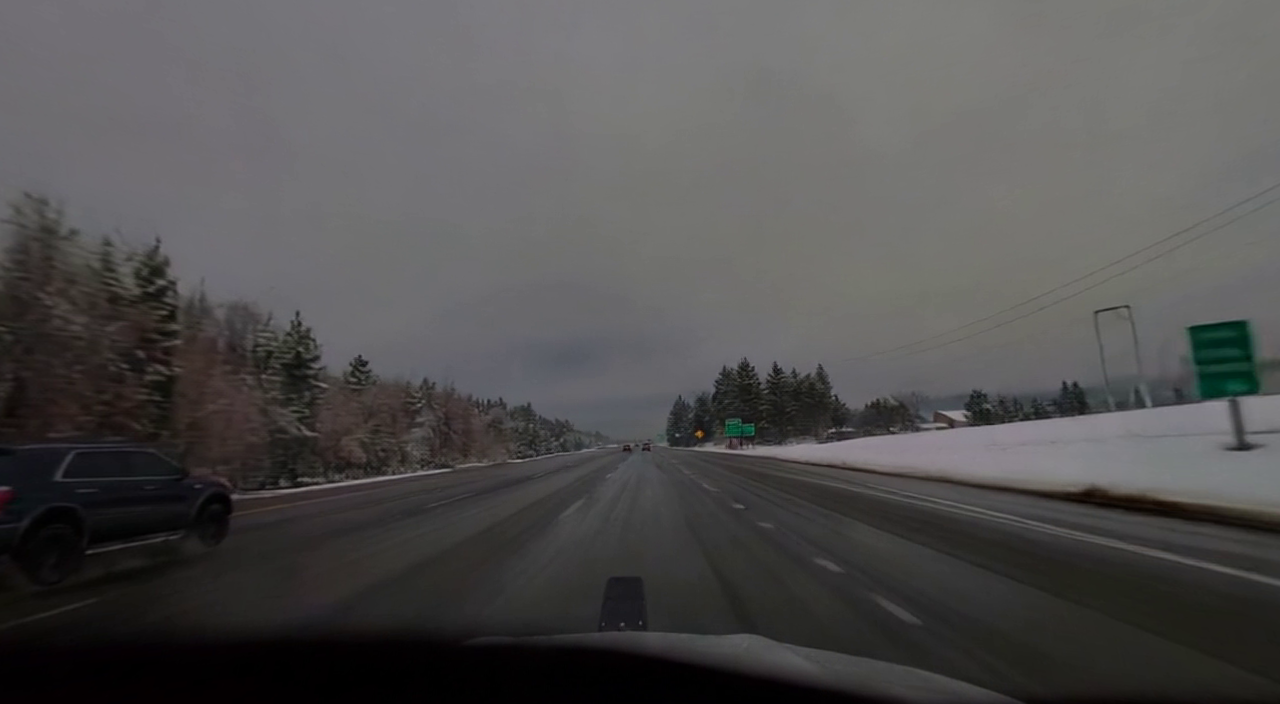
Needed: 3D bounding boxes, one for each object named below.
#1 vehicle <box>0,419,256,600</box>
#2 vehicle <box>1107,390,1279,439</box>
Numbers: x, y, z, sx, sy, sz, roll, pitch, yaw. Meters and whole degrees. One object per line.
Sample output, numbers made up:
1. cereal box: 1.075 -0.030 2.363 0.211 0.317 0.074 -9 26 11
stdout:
1. vehicle: -6.854 1.638 7.113 2.016 1.640 4.713 0 -8 1
2. vehicle: 23.444 2.800 27.185 2.268 1.833 5.691 0 -8 0
